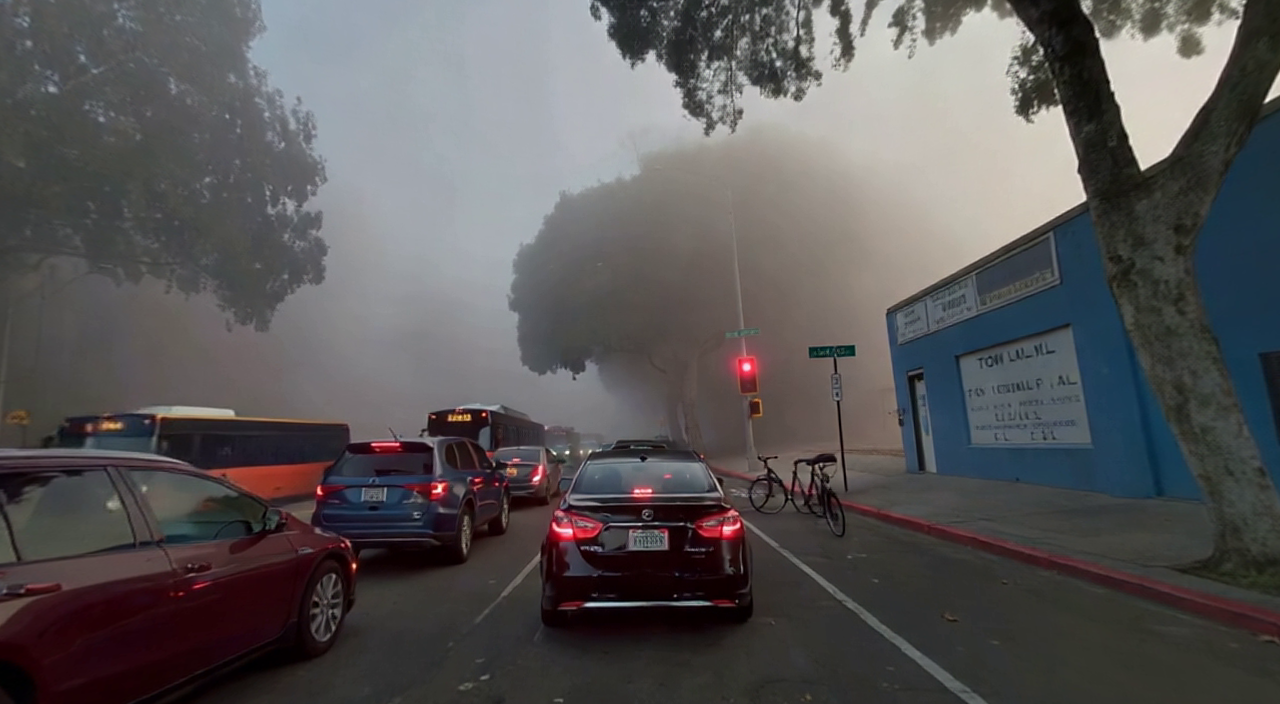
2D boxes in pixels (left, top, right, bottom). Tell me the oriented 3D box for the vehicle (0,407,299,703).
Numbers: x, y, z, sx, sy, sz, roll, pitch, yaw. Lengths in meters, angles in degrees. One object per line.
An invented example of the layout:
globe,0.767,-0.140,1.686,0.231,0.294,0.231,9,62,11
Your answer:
vehicle,-3.169,0.872,1.713,1.867,1.486,4.452,0,-8,2

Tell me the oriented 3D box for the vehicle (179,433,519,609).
vehicle,-2.908,1.763,7.624,1.944,1.481,4.385,0,-8,1

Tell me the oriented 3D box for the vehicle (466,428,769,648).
vehicle,-0.134,1.531,6.185,2.031,1.461,3.763,0,-8,1
